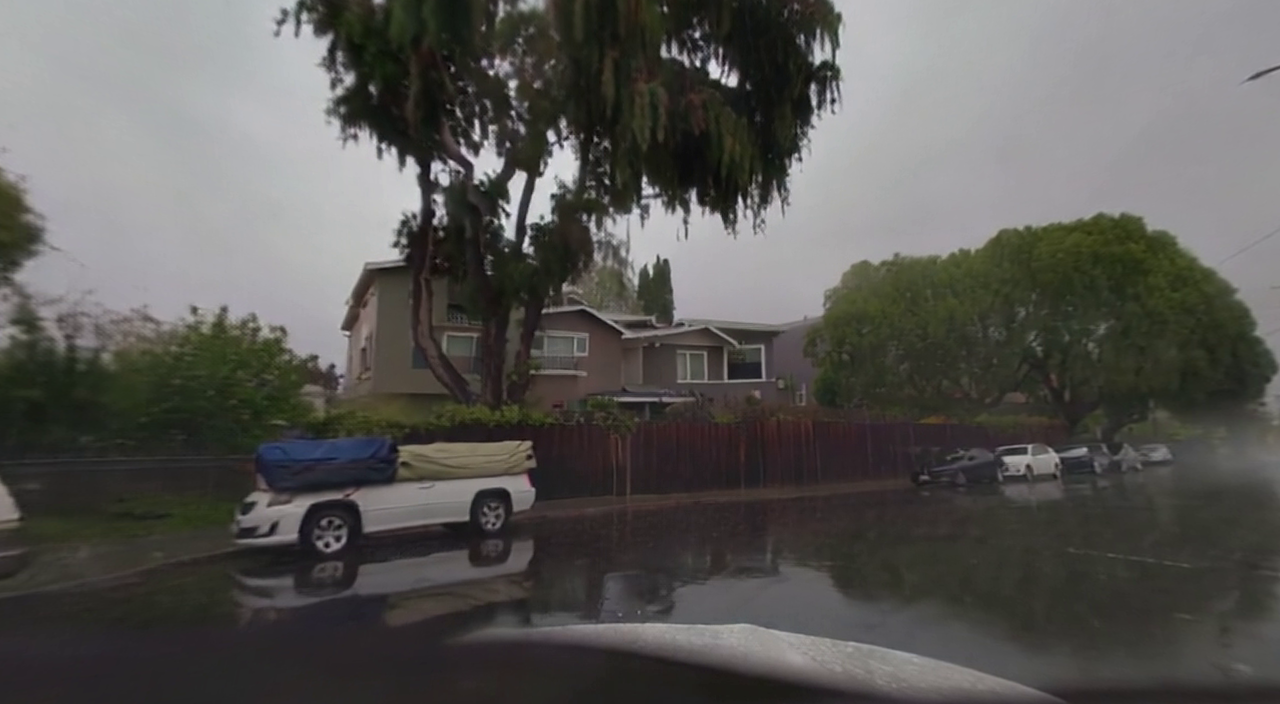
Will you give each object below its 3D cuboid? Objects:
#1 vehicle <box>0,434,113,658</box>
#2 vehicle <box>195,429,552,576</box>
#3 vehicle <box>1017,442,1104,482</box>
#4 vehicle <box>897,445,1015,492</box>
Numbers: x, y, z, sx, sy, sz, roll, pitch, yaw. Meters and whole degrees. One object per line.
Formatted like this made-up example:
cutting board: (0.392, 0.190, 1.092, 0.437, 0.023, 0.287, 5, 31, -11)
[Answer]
vehicle: (-5.370, 1.081, 2.750, 1.943, 1.475, 4.701, -4, -10, 3)
vehicle: (-3.493, 1.955, 9.121, 2.082, 1.547, 4.217, -6, -10, 34)
vehicle: (19.273, 4.968, 28.903, 4.221, 1.673, 1.918, 6, -11, -38)
vehicle: (11.263, 4.043, 22.379, 4.731, 1.478, 1.930, 7, -11, -40)
